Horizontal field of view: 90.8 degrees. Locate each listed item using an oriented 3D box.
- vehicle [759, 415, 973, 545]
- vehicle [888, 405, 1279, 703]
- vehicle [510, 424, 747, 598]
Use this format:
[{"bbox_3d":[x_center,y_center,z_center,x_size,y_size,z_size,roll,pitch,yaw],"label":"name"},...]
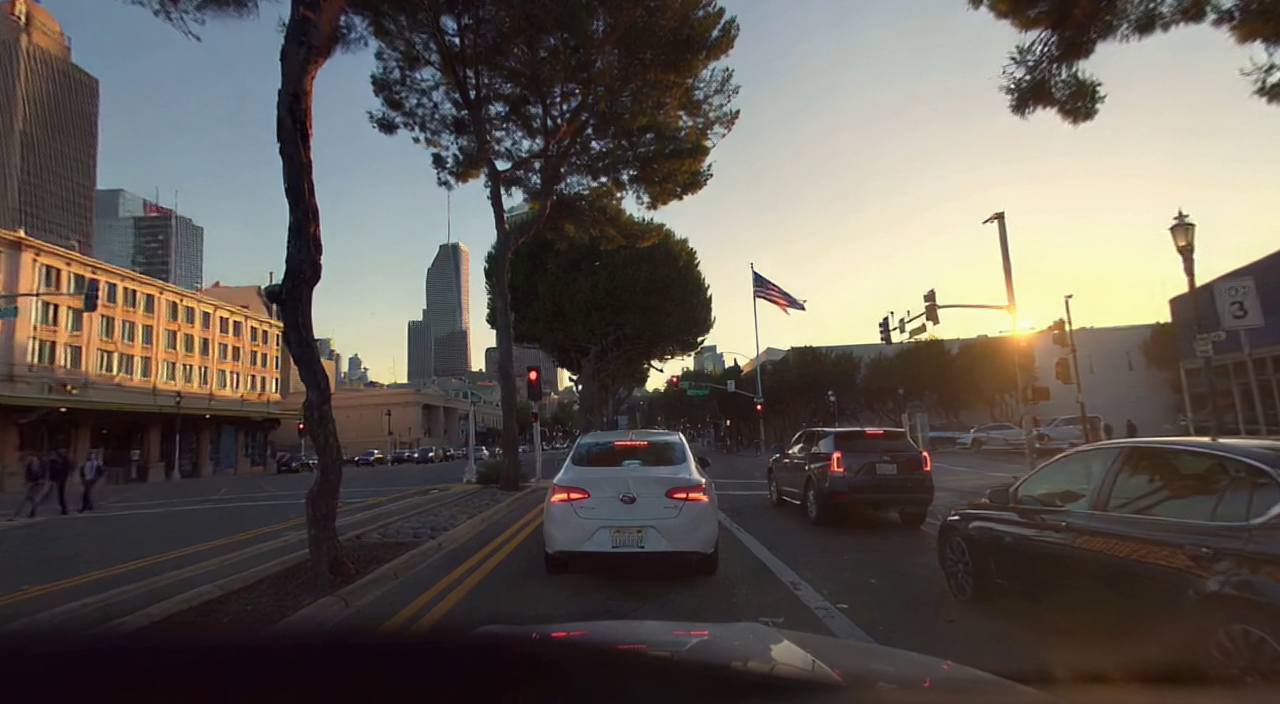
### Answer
[{"bbox_3d":[3.508,2.078,10.942,1.978,1.738,4.599,0,-8,0],"label":"vehicle"},{"bbox_3d":[3.377,1.176,4.000,1.833,1.465,4.258,0,-8,-1],"label":"vehicle"},{"bbox_3d":[-0.104,1.696,7.555,2.096,1.521,3.747,0,-8,0],"label":"vehicle"}]
